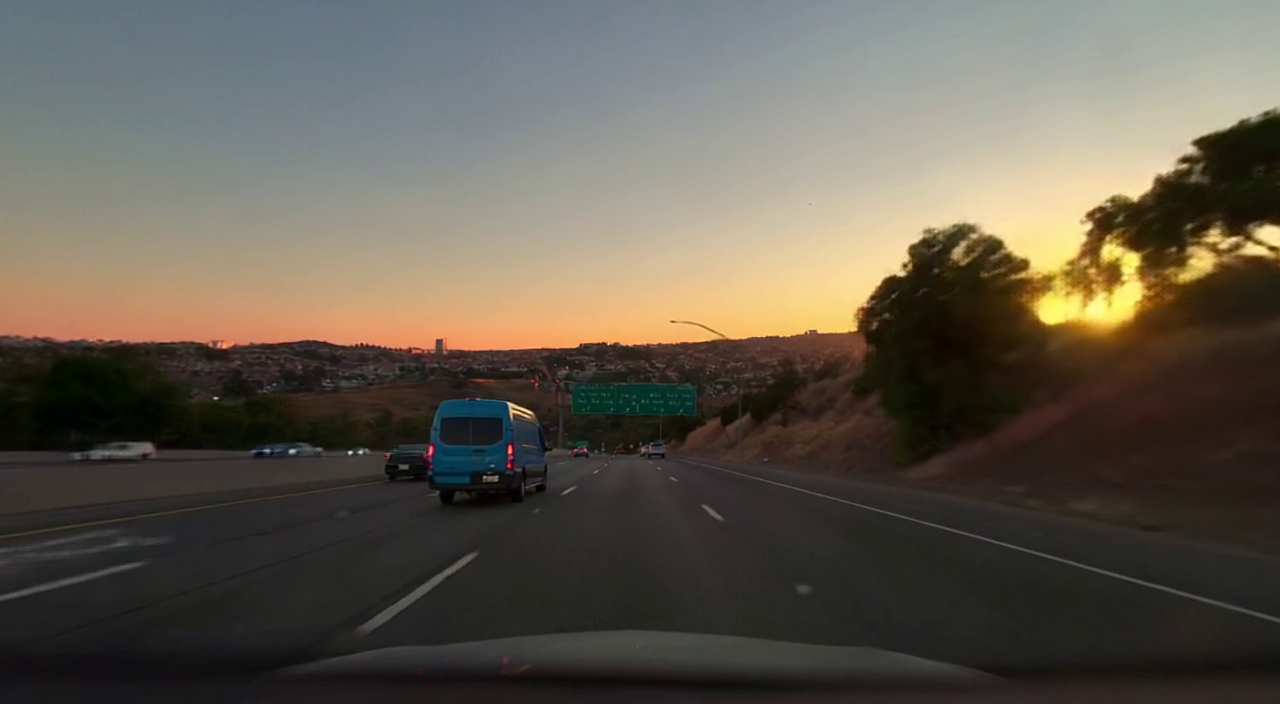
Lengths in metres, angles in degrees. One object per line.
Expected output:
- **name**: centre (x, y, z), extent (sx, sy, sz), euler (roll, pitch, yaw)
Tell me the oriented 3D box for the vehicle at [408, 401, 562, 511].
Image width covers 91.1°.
- **vehicle**: centre (-3.517, 2.536, 15.618), extent (2.372, 2.248, 5.393), euler (0, -9, 1)
